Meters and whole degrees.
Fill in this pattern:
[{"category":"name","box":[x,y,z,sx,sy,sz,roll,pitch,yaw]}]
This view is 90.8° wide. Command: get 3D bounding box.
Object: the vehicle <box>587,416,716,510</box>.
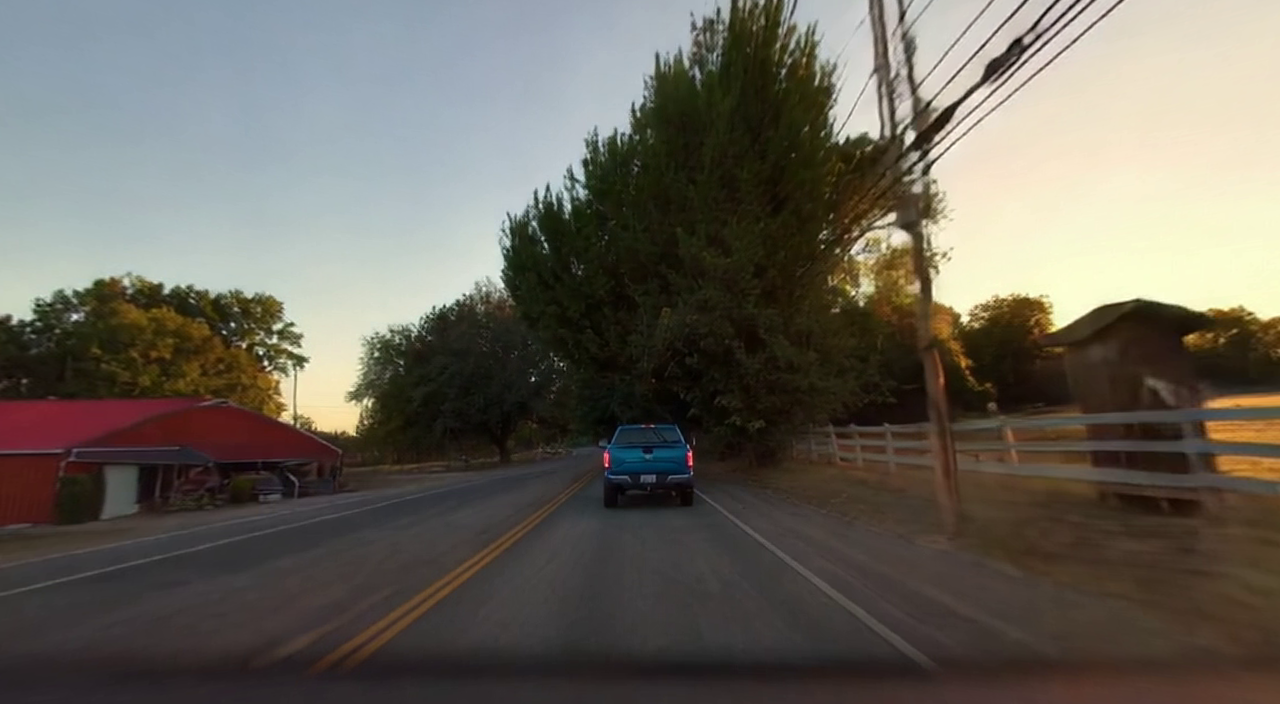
[{"category":"vehicle","box":[0.159,2.790,16.433,2.693,1.941,6.356,0,-8,-1]}]
